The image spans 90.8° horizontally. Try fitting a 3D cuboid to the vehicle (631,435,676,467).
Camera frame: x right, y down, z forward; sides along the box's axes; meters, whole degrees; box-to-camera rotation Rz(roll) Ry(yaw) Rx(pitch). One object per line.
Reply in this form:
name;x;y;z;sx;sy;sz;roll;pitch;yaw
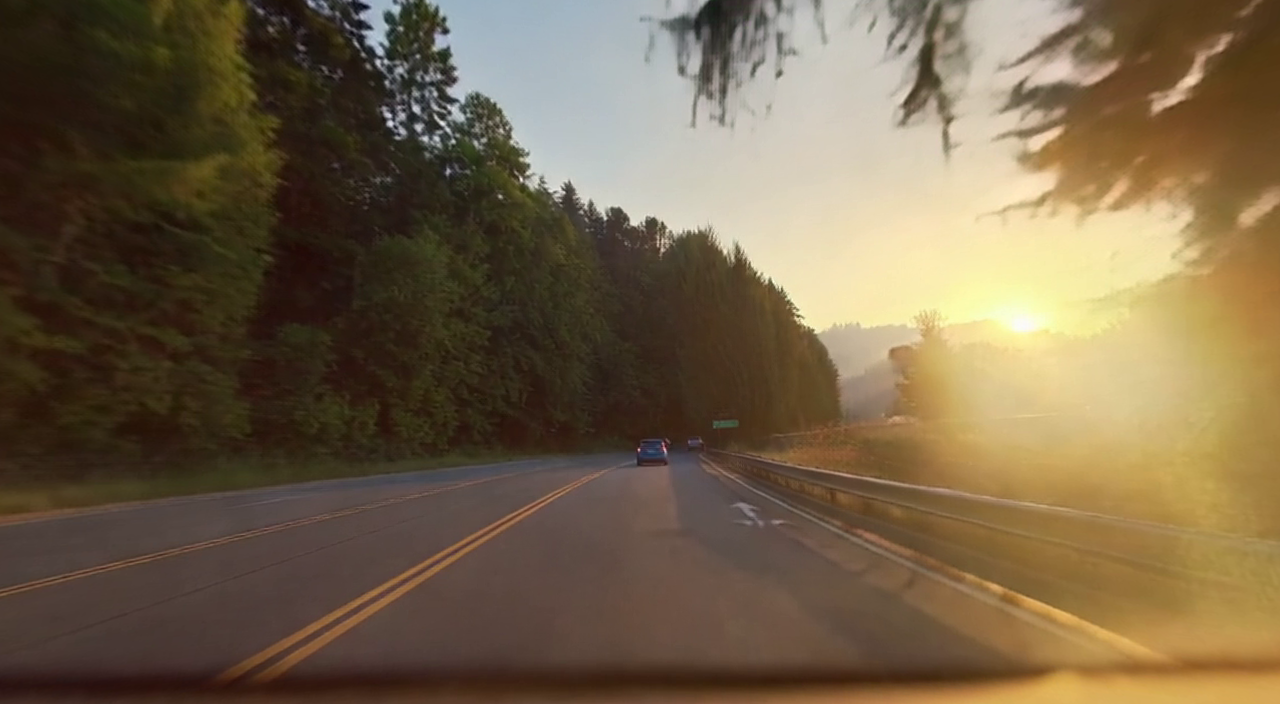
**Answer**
vehicle;0.816;5.592;35.712;2.294;1.708;4.110;-1;-9;4
